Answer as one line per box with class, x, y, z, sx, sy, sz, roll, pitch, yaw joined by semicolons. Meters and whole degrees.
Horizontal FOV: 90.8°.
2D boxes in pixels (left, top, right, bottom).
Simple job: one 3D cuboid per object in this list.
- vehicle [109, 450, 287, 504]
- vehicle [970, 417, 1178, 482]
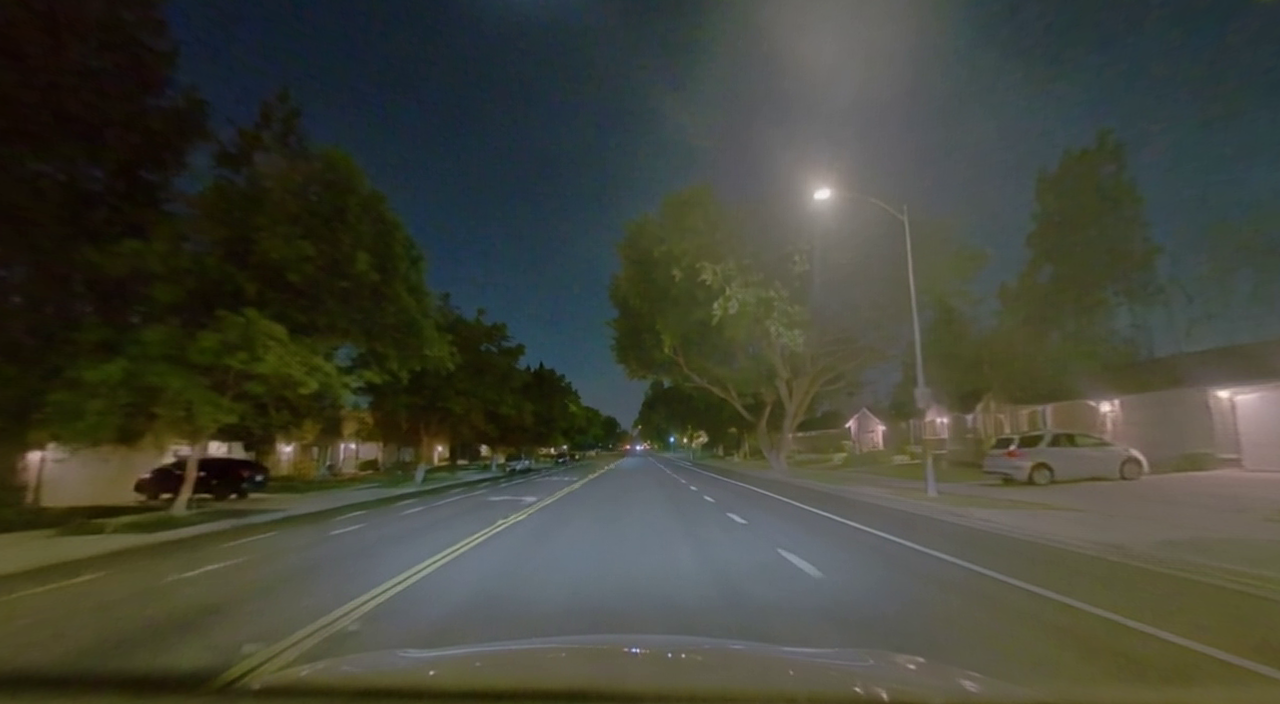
vehicle;-15.689;4.430;22.620;4.859;1.780;2.031;0;-9;3
vehicle;11.958;2.715;17.643;4.392;1.685;1.959;1;-9;-4
